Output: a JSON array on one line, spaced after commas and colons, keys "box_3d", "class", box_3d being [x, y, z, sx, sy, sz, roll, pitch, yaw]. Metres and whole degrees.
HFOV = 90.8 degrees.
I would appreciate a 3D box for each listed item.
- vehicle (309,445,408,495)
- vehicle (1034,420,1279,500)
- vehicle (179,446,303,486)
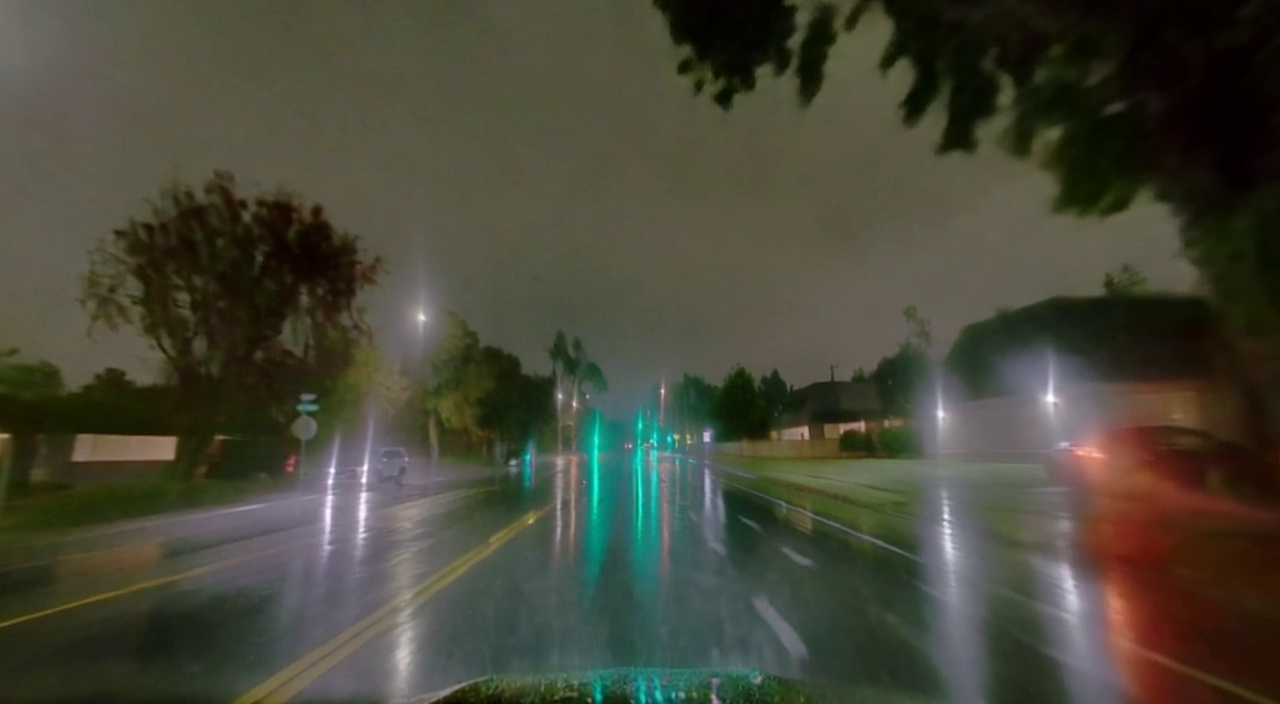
[{"box_3d": [-11.893, 5.012, 27.124, 2.062, 1.821, 4.880, -3, -10, -1], "class": "vehicle"}, {"box_3d": [12.058, 2.494, 14.747, 4.194, 1.680, 2.150, 0, -9, 1], "class": "vehicle"}, {"box_3d": [-19.476, 5.559, 30.989, 4.668, 1.824, 1.999, 0, -9, -1], "class": "vehicle"}]
